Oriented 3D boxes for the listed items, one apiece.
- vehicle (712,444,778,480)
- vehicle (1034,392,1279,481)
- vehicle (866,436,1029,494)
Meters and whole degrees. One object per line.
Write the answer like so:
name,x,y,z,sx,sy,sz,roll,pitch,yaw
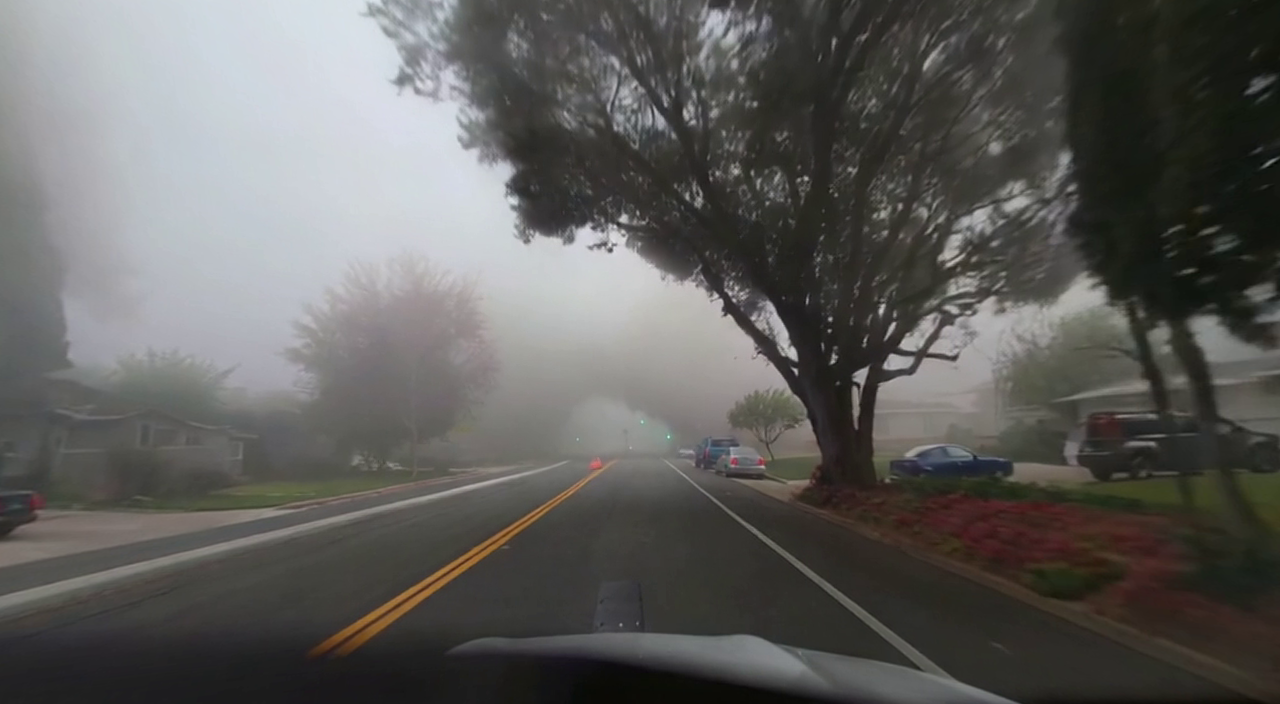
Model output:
vehicle,4.235,4.507,26.195,1.928,1.333,4.586,0,-8,-1
vehicle,14.919,2.360,17.620,6.037,2.247,2.657,0,-9,-2
vehicle,8.427,3.100,17.559,3.561,1.465,1.870,1,-7,-2
